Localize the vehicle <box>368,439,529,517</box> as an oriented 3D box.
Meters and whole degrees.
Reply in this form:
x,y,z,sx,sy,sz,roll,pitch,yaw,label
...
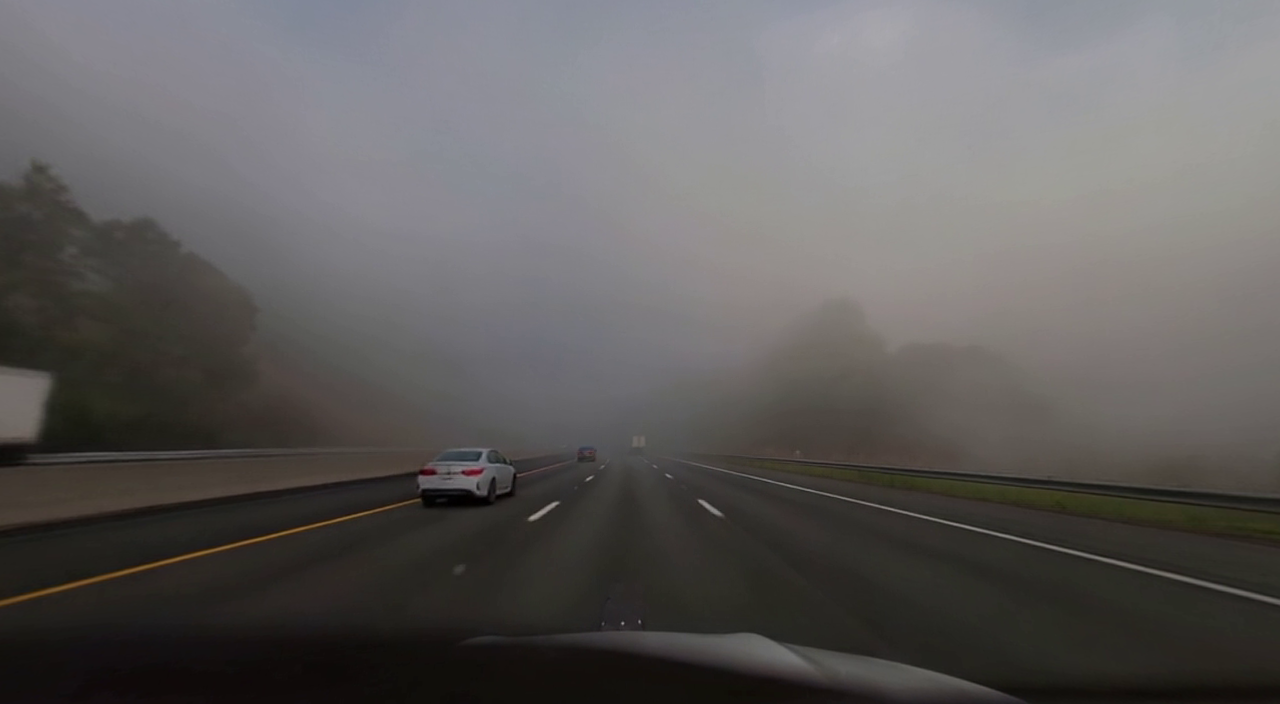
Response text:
x,y,z,sx,sy,sz,roll,pitch,yaw,label
-4.065,2.762,14.366,2.169,1.473,4.631,0,-9,0,vehicle
